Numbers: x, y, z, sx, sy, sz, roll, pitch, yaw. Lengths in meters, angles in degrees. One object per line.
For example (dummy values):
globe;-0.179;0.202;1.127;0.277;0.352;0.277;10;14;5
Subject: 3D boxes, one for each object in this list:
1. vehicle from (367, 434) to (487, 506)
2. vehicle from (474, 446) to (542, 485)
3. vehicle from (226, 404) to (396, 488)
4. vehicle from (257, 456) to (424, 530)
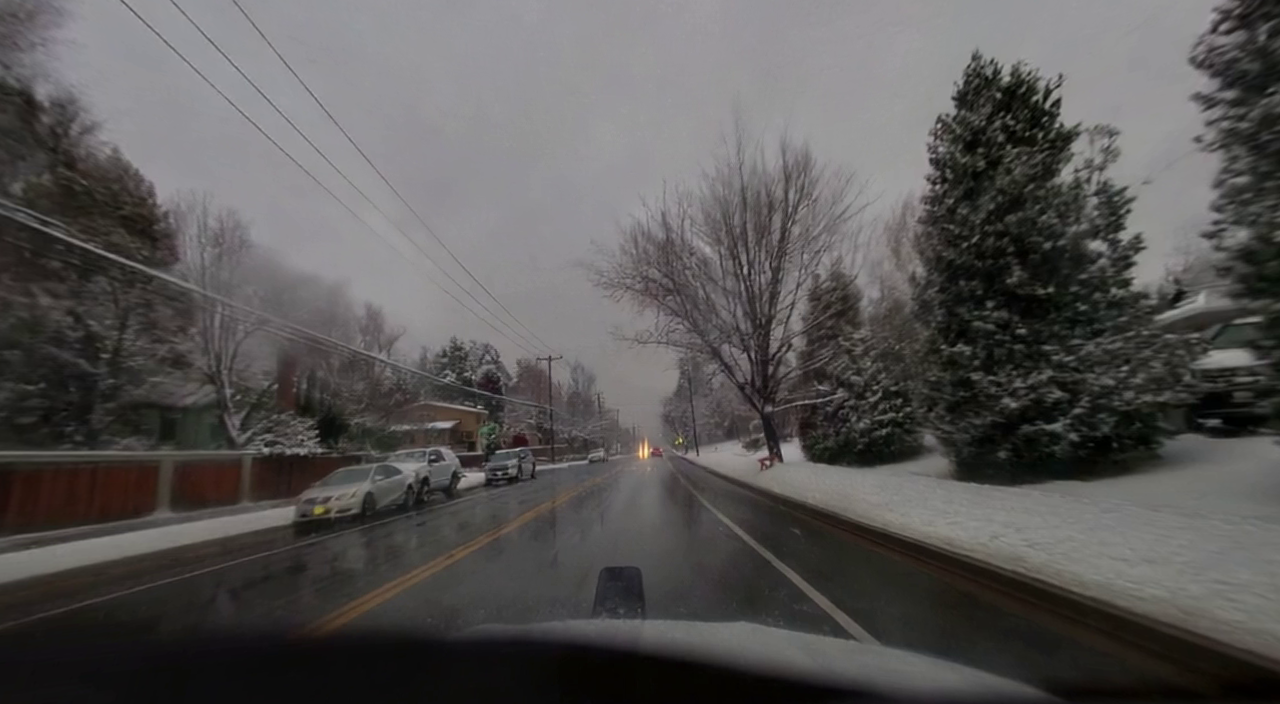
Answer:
vehicle;-6.781;3.851;20.833;2.012;1.902;5.437;-4;-10;1
vehicle;-6.461;5.629;31.680;1.984;1.732;5.628;-1;-9;2
vehicle;-13.985;4.065;27.130;6.042;3.086;2.589;-5;-9;9
vehicle;-7.051;3.322;15.458;1.960;1.486;4.217;-1;-9;1
